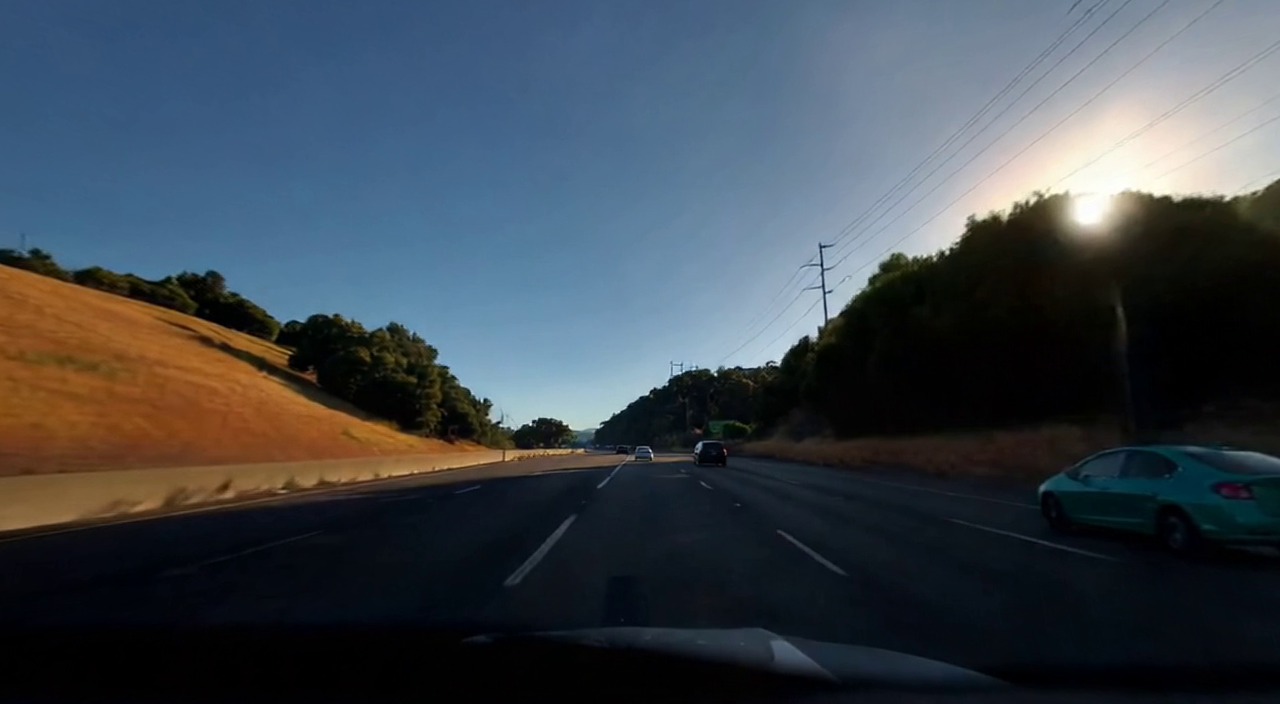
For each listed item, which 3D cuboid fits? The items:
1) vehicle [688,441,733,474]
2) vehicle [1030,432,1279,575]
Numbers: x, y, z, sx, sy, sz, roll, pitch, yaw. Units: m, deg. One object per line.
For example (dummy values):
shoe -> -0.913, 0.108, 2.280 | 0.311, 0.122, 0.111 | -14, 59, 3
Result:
vehicle -> 4.054, 6.143, 37.034 | 2.159, 1.782, 4.673 | 0, -9, 1
vehicle -> 7.999, 1.958, 8.855 | 1.970, 1.545, 4.818 | 0, -8, 0
